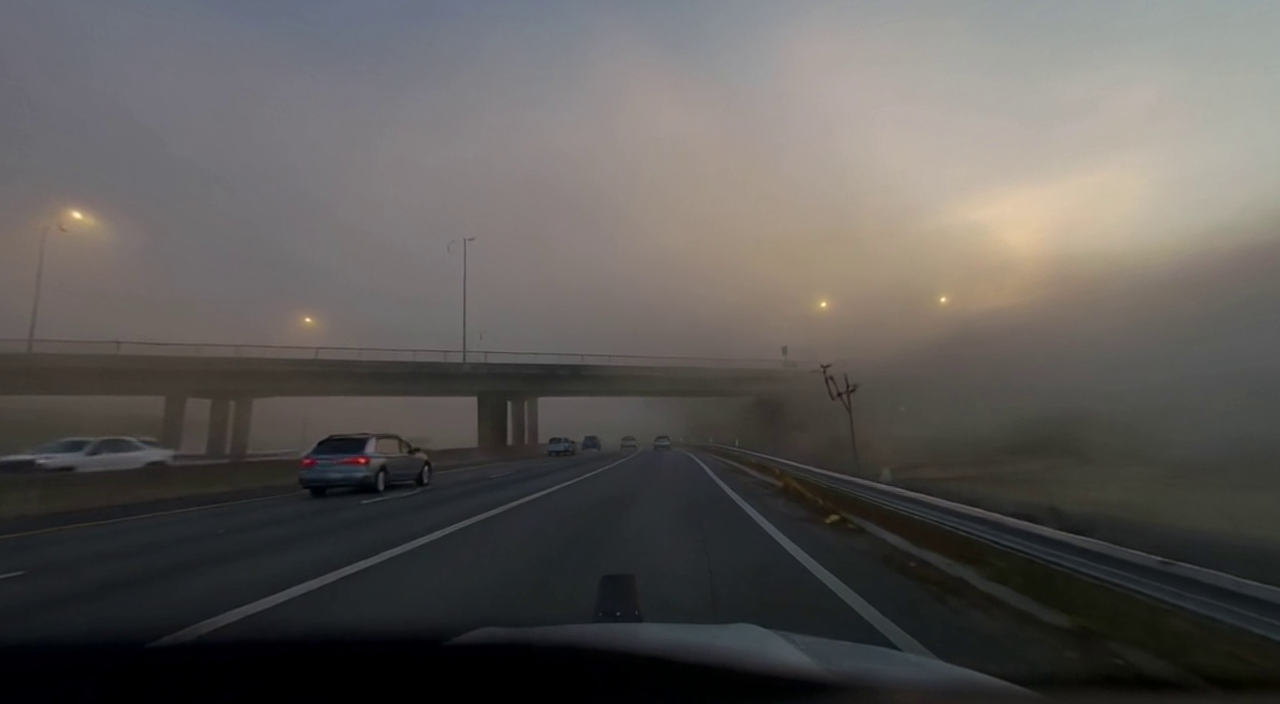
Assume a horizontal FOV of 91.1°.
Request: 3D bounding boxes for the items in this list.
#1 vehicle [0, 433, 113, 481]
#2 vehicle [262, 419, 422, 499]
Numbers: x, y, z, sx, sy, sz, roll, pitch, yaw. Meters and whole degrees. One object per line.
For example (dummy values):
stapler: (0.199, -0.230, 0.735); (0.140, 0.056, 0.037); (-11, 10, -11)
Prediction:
vehicle: (-22.578, 3.838, 23.348); (1.889, 1.602, 4.509); (-1, -8, 3)
vehicle: (-7.884, 2.848, 17.235); (1.956, 1.888, 4.512); (-1, -8, 3)
